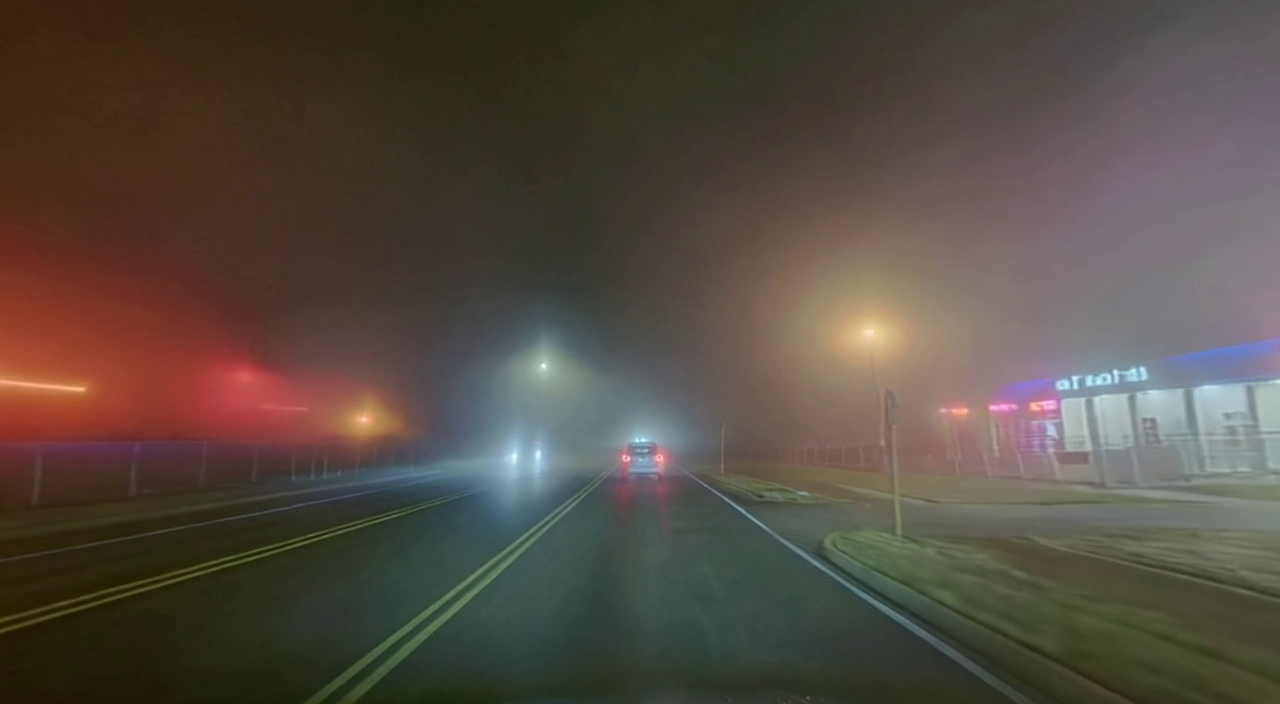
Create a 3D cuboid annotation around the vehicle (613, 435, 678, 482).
[{"bbox_3d":[0.164,3.821,22.789,2.144,1.514,4.063,0,-8,0],"label":"vehicle"}]
